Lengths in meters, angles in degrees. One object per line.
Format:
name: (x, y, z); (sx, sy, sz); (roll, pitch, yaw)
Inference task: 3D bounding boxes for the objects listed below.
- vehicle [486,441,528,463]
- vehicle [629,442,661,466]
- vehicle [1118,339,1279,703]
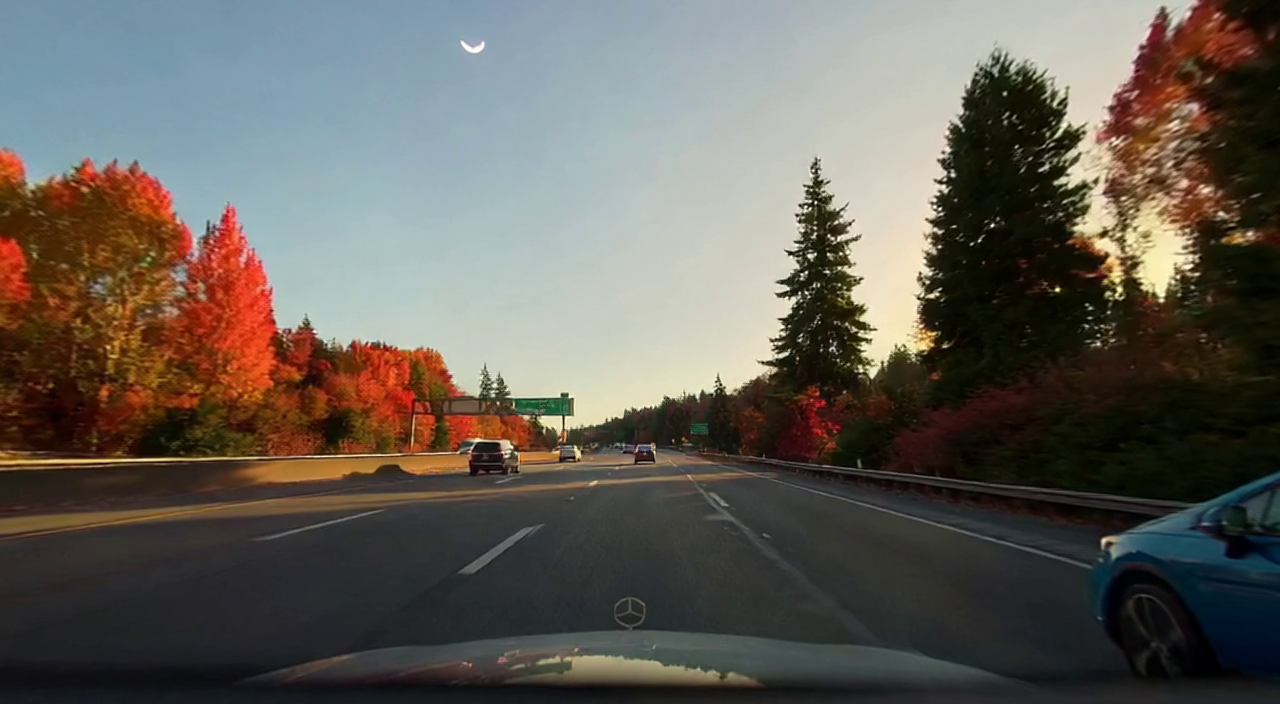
vehicle: (-9.496, 7.164, 45.277); (1.965, 1.473, 4.313); (0, -8, 2)
vehicle: (0.295, 6.608, 40.943); (1.985, 1.450, 4.266); (0, -8, 0)
vehicle: (3.357, 0.605, 0.837); (2.120, 1.706, 4.226); (0, -8, 1)
